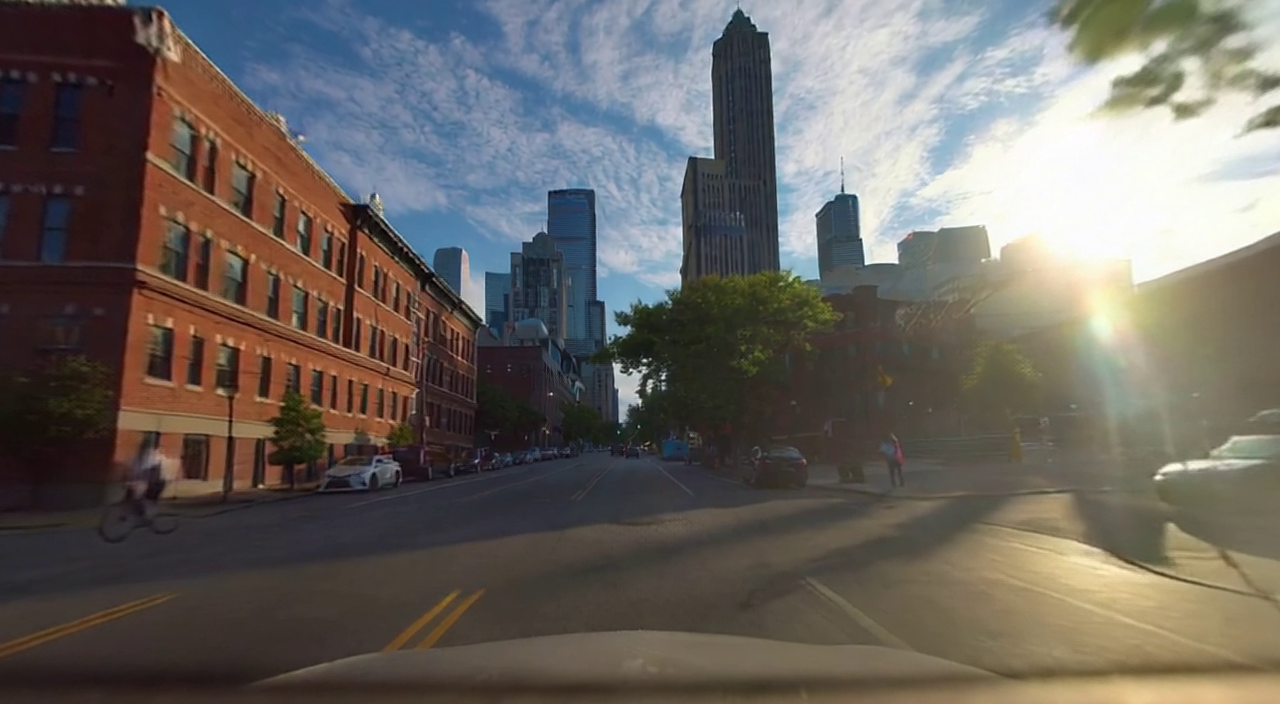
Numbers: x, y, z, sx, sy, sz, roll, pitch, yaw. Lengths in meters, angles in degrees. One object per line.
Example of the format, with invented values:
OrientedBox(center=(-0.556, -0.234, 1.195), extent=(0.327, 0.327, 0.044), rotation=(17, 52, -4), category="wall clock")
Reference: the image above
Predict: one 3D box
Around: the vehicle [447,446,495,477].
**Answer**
OrientedBox(center=(-11.578, 7.515, 43.731), extent=(1.970, 1.828, 5.519), rotation=(-3, -8, -2), category="vehicle")

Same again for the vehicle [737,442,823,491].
OrientedBox(center=(4.789, 3.967, 22.346), extent=(1.929, 1.522, 4.543), rotation=(0, -8, -1), category="vehicle")

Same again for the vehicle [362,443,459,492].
OrientedBox(center=(-11.102, 5.573, 31.177), extent=(2.574, 1.922, 6.292), rotation=(-4, -8, -2), category="vehicle")

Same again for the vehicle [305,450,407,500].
OrientedBox(center=(-11.207, 4.845, 25.377), extent=(1.992, 1.629, 4.773), rotation=(-3, -8, -1), category="vehicle")

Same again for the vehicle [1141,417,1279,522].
OrientedBox(center=(11.633, 1.963, 10.816), extent=(4.380, 1.608, 1.942), rotation=(0, -8, 0), category="vehicle")
